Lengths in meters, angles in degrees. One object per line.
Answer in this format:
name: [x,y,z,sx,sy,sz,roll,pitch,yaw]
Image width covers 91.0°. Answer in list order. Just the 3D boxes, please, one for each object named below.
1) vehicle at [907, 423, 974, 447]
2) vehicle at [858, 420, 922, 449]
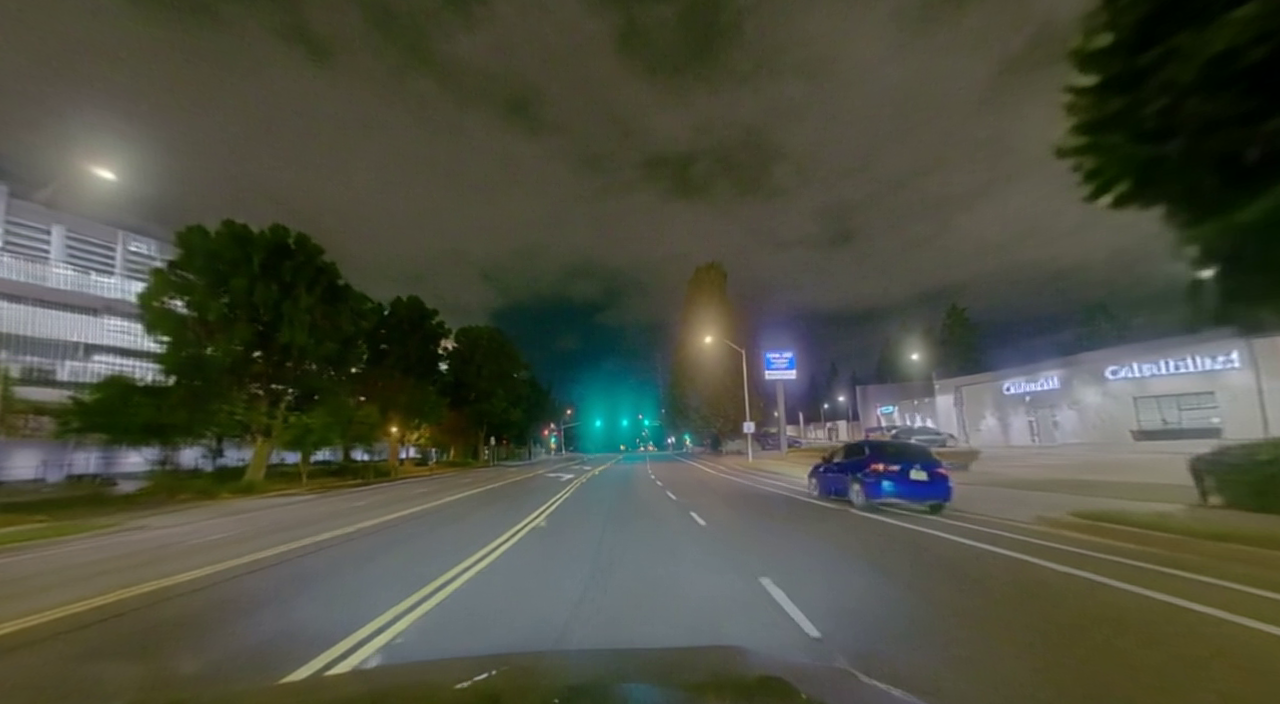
vehicle: [19.641,5.485,41.354,2.021,1.472,4.047,2,-9,-8]
vehicle: [16.731,5.616,42.467,2.059,1.788,4.708,1,-9,-5]
